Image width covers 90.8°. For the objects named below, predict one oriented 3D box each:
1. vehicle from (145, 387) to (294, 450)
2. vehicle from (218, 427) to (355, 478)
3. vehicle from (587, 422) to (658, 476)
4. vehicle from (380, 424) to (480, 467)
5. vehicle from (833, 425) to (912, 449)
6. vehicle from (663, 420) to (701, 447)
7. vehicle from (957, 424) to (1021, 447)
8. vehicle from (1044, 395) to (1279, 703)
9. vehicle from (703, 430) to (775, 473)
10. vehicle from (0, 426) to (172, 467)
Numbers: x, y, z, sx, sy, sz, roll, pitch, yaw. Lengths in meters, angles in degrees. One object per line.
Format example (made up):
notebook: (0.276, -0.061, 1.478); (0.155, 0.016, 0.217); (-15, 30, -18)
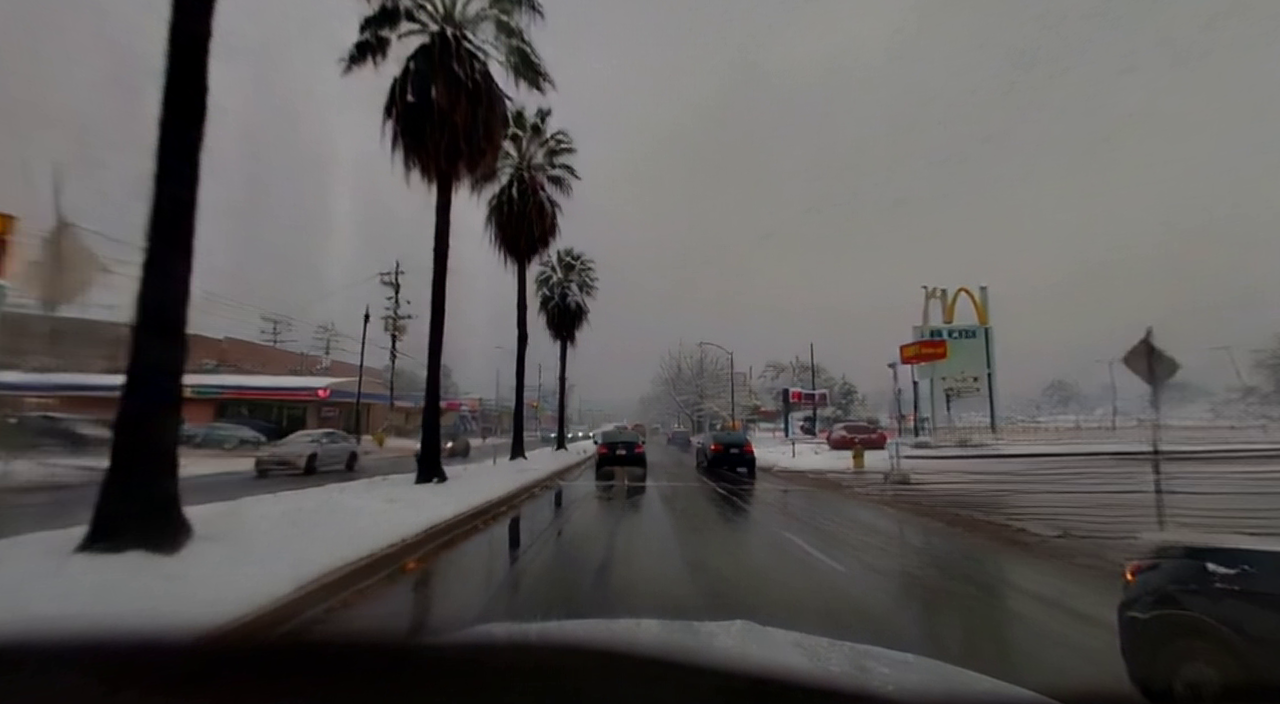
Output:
vehicle: (-23.932, 4.013, 36.657); (2.791, 3.271, 7.924); (-1, -8, 3)
vehicle: (-11.463, 3.299, 20.938); (1.865, 1.472, 4.532); (0, -8, 1)
vehicle: (-0.674, 3.133, 20.523); (2.021, 1.550, 4.090); (1, -8, -5)
vehicle: (-7.935, 3.618, 24.450); (2.052, 1.483, 4.751); (-1, -8, 3)
vehicle: (14.634, 5.399, 39.931); (4.293, 1.438, 1.773); (0, -8, 0)
vehicle: (2.962, 5.950, 45.922); (2.299, 1.803, 5.434); (0, -8, -1)
vehicle: (27.093, 6.500, 49.162); (3.856, 1.515, 1.691); (-3, -8, 3)
vehicle: (3.519, 0.802, 1.746); (1.987, 1.474, 4.198); (0, -8, 0)
vehicle: (3.604, 3.703, 23.756); (1.889, 1.448, 4.262); (0, -8, -1)
vehicle: (-20.981, 3.585, 23.952); (4.858, 1.489, 2.147); (-1, -8, 5)
